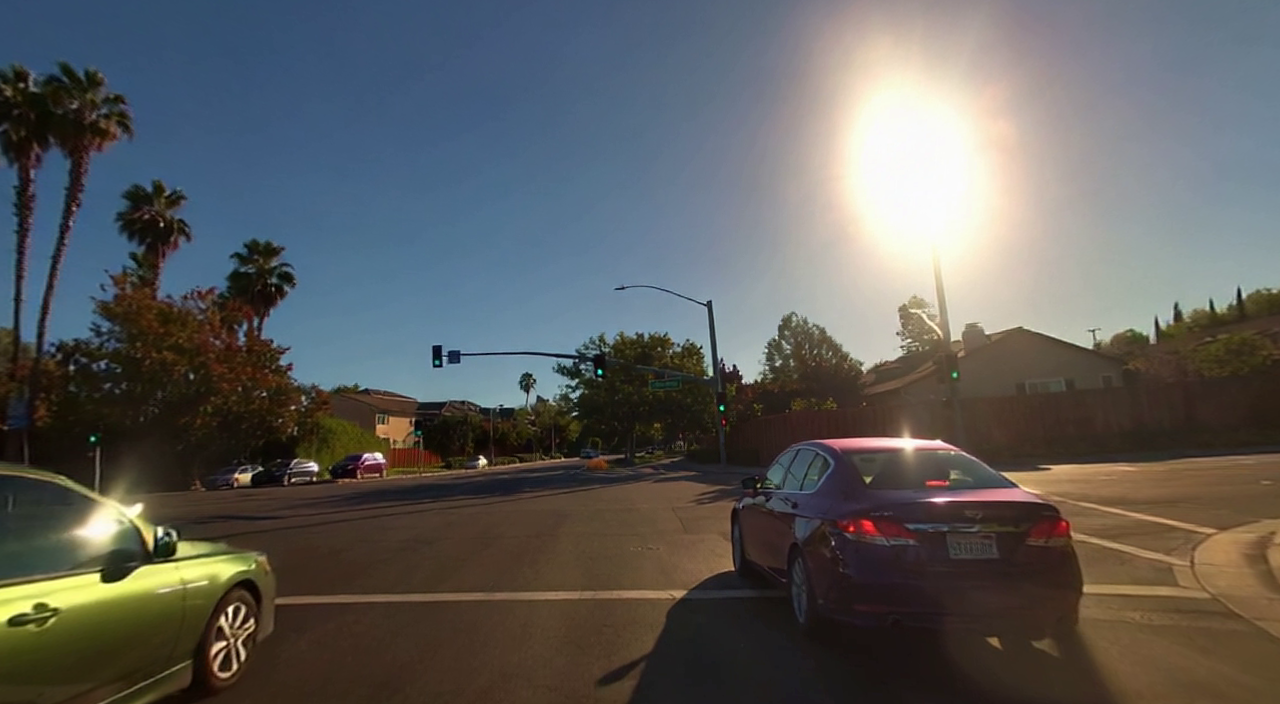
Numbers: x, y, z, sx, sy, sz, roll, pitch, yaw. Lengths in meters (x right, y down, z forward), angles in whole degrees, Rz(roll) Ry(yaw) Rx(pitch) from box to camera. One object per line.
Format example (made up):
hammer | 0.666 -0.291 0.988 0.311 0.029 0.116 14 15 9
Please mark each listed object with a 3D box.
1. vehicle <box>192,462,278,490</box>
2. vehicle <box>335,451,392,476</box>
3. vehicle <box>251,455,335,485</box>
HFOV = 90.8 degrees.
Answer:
vehicle | -24.097 7.362 37.843 2.019 1.427 4.630 0 -9 1
vehicle | -19.893 7.996 45.628 1.929 1.644 4.763 0 -9 1
vehicle | -20.048 6.804 36.768 2.084 1.528 4.778 -1 -9 2
